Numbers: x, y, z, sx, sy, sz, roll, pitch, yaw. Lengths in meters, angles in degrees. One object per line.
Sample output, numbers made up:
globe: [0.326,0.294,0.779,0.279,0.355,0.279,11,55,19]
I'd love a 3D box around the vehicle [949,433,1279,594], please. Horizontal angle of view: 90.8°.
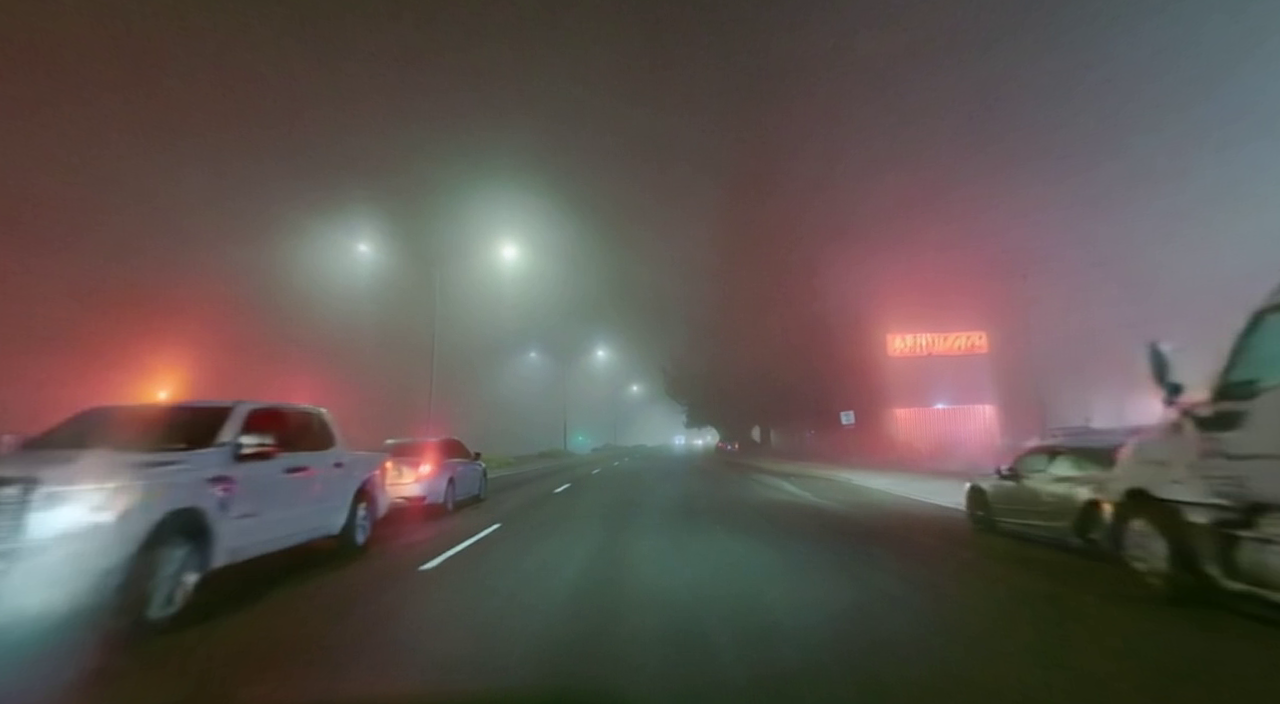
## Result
vehicle: [6.252,1.850,8.278,2.024,1.484,4.585,0,-8,-1]

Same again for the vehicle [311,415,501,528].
vehicle: [-4.508,2.377,13.173,2.238,1.864,4.740,-1,-8,-1]

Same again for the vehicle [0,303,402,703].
vehicle: [-4.488,1.196,6.021,2.270,2.068,5.865,0,-8,-2]
